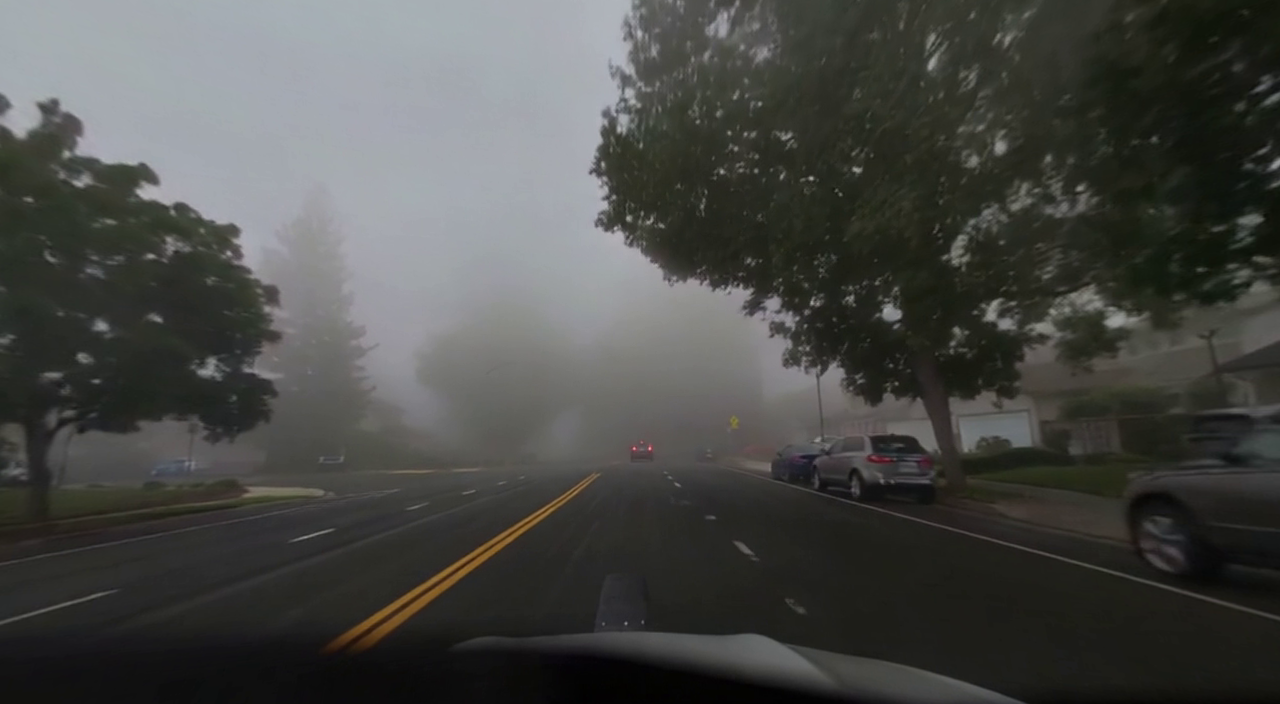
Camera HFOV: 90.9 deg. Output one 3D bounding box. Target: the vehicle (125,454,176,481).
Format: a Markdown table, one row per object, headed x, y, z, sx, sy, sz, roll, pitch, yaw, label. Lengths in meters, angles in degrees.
| x | y | z | sx | sy | sz | roll | pitch | yaw | label |
| --- | --- | --- | --- | --- | --- | --- | --- | --- | --- |
| -34.033 | 7.977 | 43.890 | 1.934 | 1.689 | 3.999 | 4 | -9 | -26 | vehicle |

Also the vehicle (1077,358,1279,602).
| x | y | z | sx | sy | sz | roll | pitch | yaw | label |
| --- | --- | --- | --- | --- | --- | --- | --- | --- | --- |
| 6.542 | 0.992 | 4.792 | 2.260 | 2.046 | 5.766 | -1 | -8 | 0 | vehicle |

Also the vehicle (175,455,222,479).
| x | y | z | sx | sy | sz | roll | pitch | yaw | label |
| --- | --- | --- | --- | --- | --- | --- | --- | --- | --- |
| -31.457 | 8.194 | 45.065 | 1.866 | 1.484 | 4.553 | 3 | -9 | -24 | vehicle |

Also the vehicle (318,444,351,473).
| x | y | z | sx | sy | sz | roll | pitch | yaw | label |
| --- | --- | --- | --- | --- | --- | --- | --- | --- | --- |
| -23.528 | 8.195 | 48.681 | 2.083 | 2.113 | 4.490 | 3 | -9 | -24 | vehicle |

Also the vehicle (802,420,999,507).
| x | y | z | sx | sy | sz | roll | pitch | yaw | label |
| --- | --- | --- | --- | --- | --- | --- | --- | --- | --- |
| 6.627 | 2.943 | 17.160 | 2.878 | 1.927 | 5.774 | -1 | -8 | 0 | vehicle |
